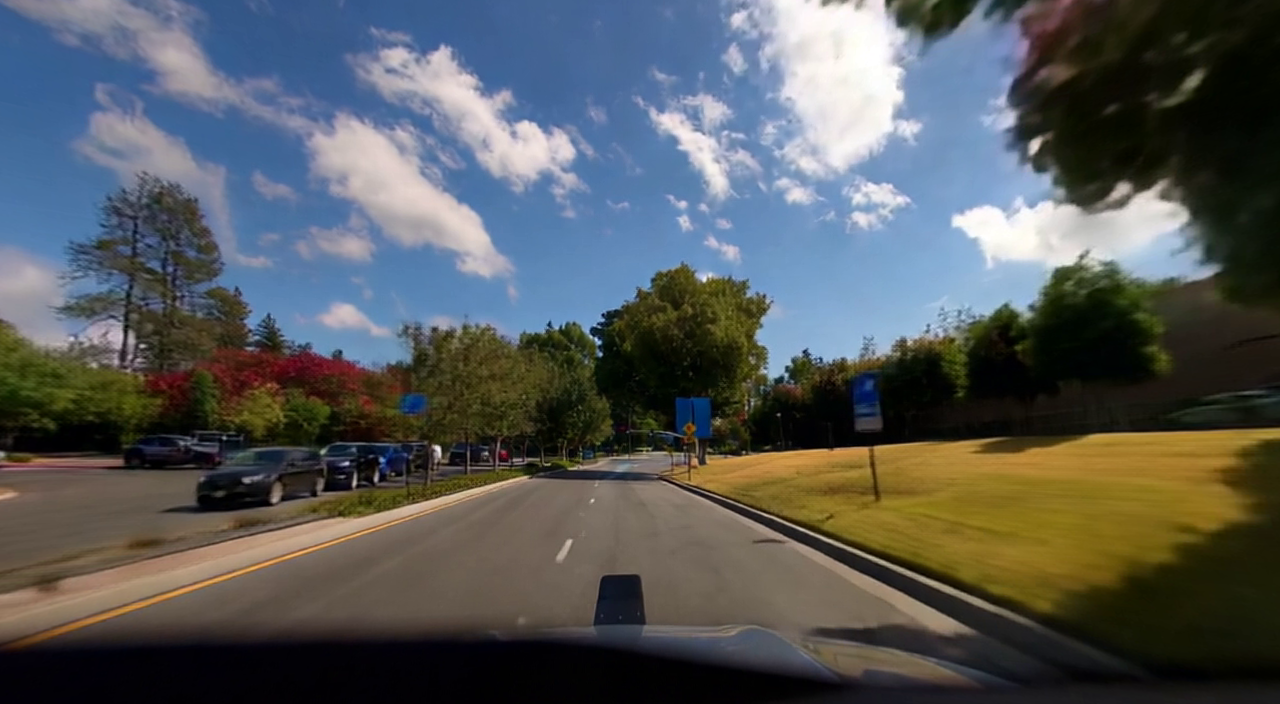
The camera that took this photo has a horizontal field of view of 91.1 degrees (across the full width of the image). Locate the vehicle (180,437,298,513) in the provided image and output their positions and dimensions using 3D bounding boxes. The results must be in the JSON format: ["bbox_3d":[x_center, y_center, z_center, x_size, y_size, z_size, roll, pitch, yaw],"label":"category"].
[{"bbox_3d":[-10.734,3.296,17.160,1.861,1.736,4.241,2,-10,-21],"label":"vehicle"}]

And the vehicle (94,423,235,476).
[{"bbox_3d":[-29.779,6.105,39.456,7.249,3.082,2.621,-1,-9,11],"label":"vehicle"}]

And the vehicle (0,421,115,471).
[{"bbox_3d":[-42.388,6.681,45.346,8.192,3.335,2.619,-1,-6,16],"label":"vehicle"}]
